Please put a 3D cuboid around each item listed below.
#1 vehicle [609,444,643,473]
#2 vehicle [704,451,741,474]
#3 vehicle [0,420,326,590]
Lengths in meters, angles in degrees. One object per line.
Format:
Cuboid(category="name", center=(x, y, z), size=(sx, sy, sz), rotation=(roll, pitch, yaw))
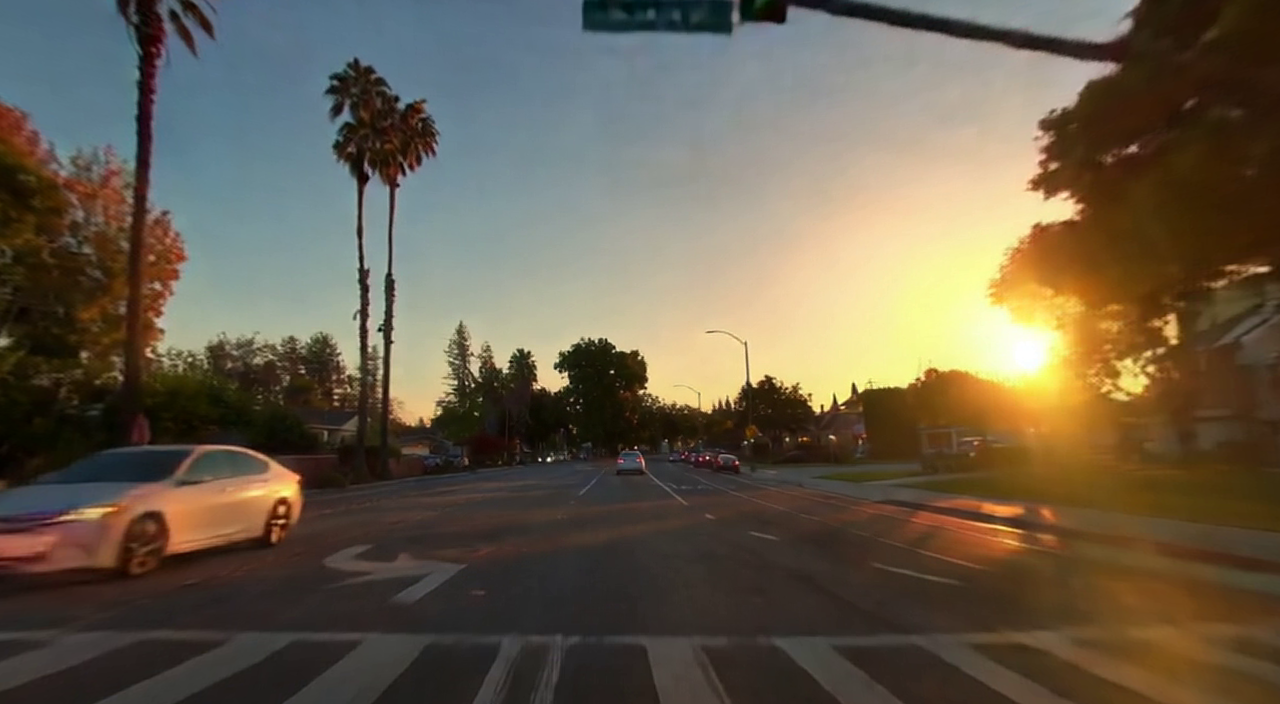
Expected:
Cuboid(category="vehicle", center=(-1.038, 7.444, 44.254), size=(2.248, 1.833, 4.798), rotation=(0, -9, -3))
Cuboid(category="vehicle", center=(5.862, 7.943, 45.498), size=(1.947, 1.505, 4.759), rotation=(-1, -9, 0))
Cuboid(category="vehicle", center=(-6.208, 1.877, 8.435), size=(1.983, 1.684, 3.938), rotation=(-1, -9, 0))
